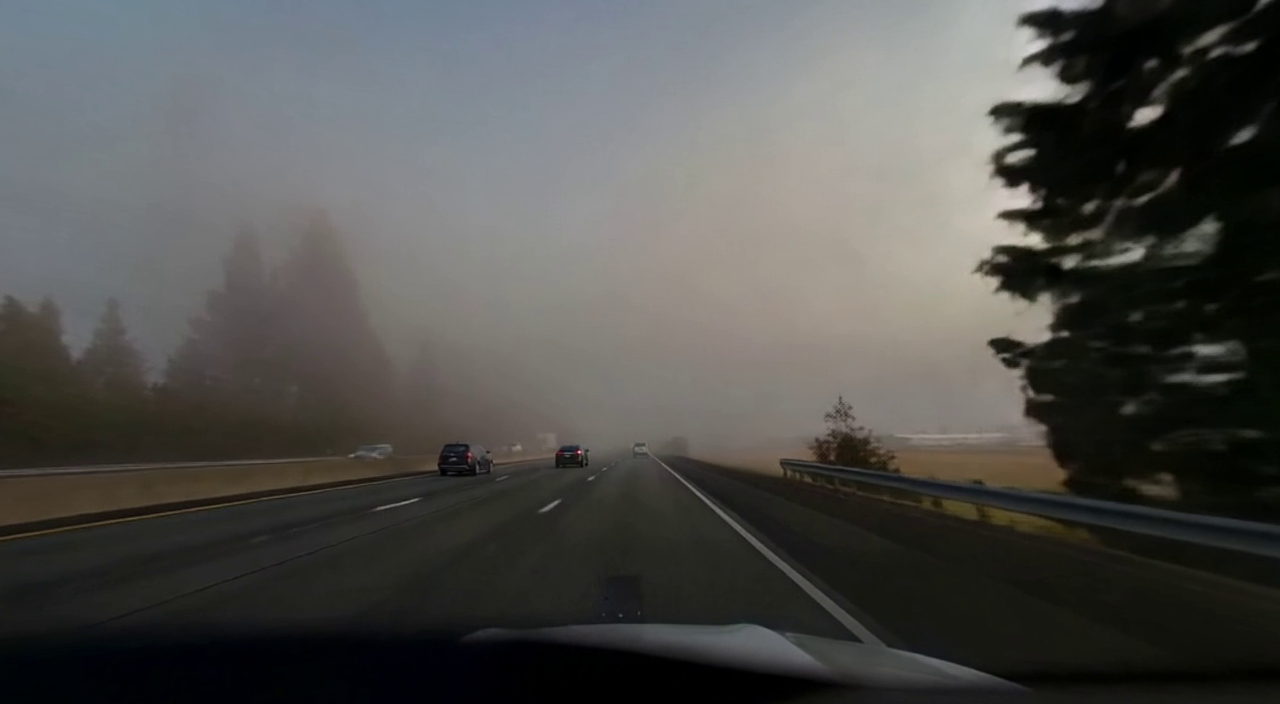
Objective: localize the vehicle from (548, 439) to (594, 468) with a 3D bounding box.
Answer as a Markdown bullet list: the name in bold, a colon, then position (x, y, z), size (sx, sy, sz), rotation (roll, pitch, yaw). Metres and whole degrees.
- **vehicle**: position (-3.969, 5.910, 36.905), size (2.083, 1.588, 4.801), rotation (0, -8, 1)

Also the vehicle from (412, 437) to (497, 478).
- **vehicle**: position (-7.560, 4.326, 26.159), size (2.034, 1.523, 4.627), rotation (0, -8, 1)
